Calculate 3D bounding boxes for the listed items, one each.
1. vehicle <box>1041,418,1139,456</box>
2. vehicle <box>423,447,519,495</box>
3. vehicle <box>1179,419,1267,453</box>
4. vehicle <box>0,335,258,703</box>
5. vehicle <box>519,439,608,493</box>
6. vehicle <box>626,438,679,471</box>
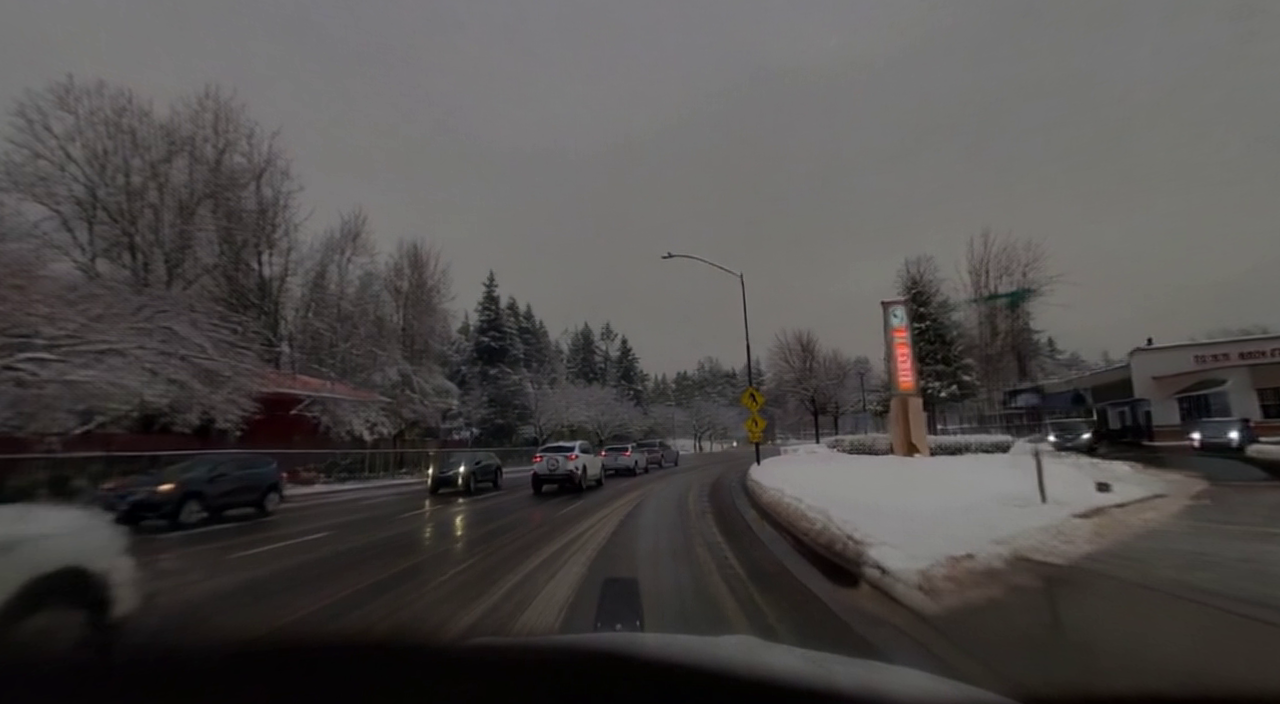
[{"bbox_3d":[23.162,4.404,32.479,4.982,1.789,2.303,6,-10,-33],"label":"vehicle"},{"bbox_3d":[-6.068,4.304,23.259,1.974,1.558,3.949,-1,-9,8],"label":"vehicle"},{"bbox_3d":[26.473,3.851,28.667,4.106,1.450,1.901,6,-10,-34],"label":"vehicle"},{"bbox_3d":[-3.691,0.738,1.819,2.168,1.783,4.695,-1,-9,1],"label":"vehicle"},{"bbox_3d":[-2.505,3.898,21.926,2.002,1.664,4.113,-1,-9,9],"label":"vehicle"},{"bbox_3d":[0.812,6.083,37.669,2.167,1.832,4.679,-2,-9,14],"label":"vehicle"}]
